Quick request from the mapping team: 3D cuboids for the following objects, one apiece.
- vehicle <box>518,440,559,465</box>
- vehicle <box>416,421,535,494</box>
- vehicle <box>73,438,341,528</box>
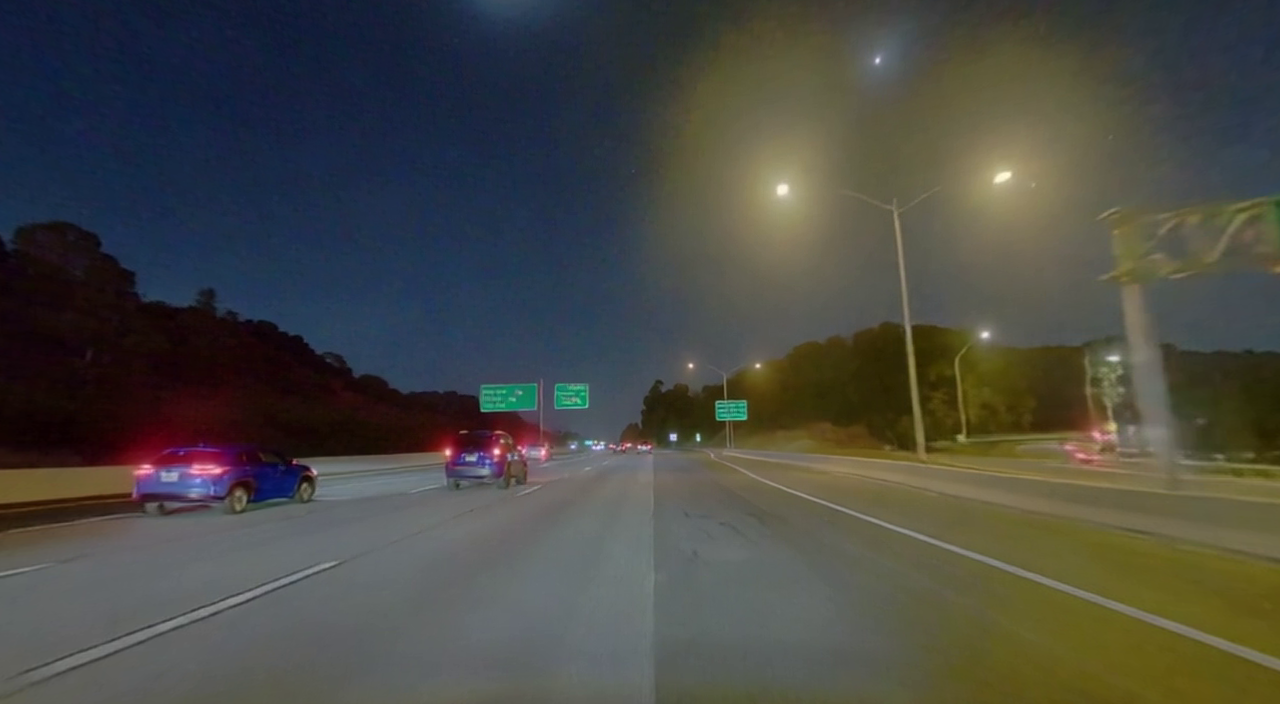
[{"bbox_3d":[-7.259,7.219,45.312,2.069,1.636,4.483,0,-9,2],"label":"vehicle"},{"bbox_3d":[-4.872,3.222,19.548,2.219,1.947,4.924,0,-9,2],"label":"vehicle"},{"bbox_3d":[-8.522,2.595,13.173,1.984,1.508,4.935,0,-9,2],"label":"vehicle"}]
